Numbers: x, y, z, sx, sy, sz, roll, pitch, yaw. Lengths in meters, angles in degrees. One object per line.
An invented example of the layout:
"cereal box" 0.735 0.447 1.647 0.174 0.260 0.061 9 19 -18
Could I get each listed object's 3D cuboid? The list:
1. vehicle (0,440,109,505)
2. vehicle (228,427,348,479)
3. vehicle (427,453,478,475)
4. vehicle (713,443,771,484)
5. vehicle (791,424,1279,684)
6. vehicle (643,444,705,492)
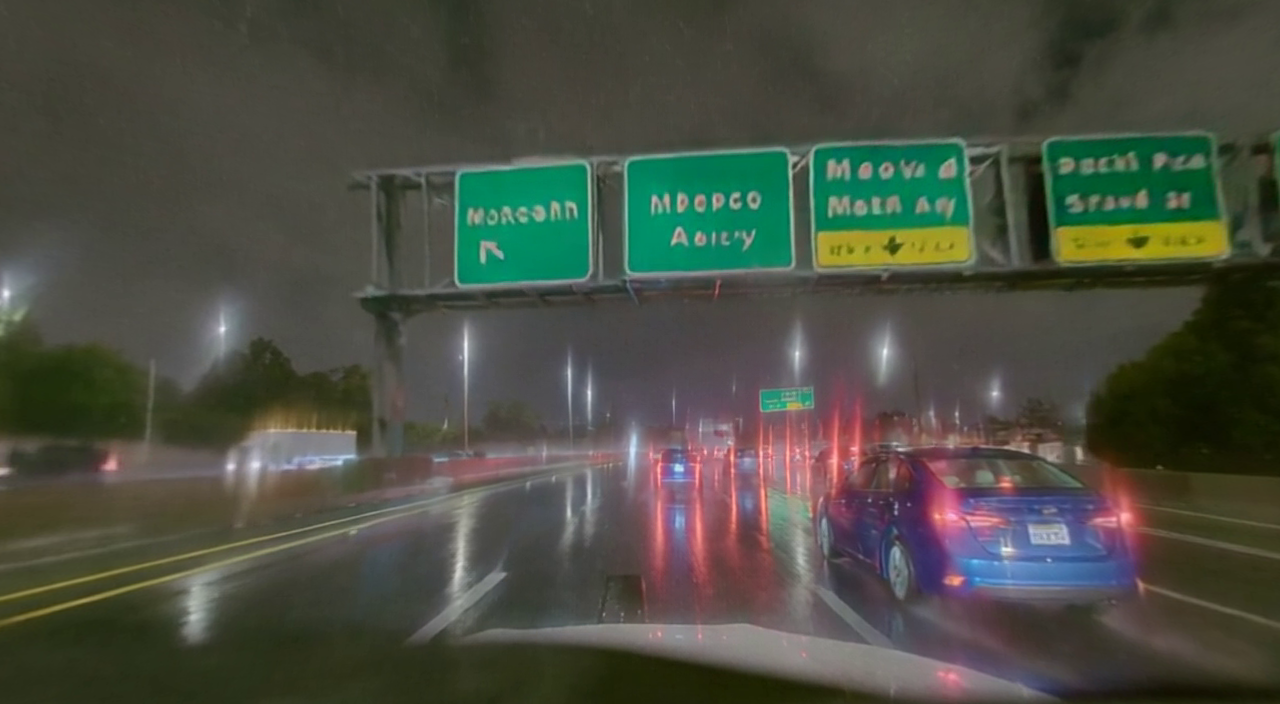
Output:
"vehicle" -19.601 3.596 18.934 2.113 1.862 5.561 -1 -9 4
"vehicle" -21.817 6.323 39.594 3.098 2.950 6.966 -1 -9 4
"vehicle" -13.630 8.145 46.056 1.973 1.532 4.450 -1 -9 6
"vehicle" 4.474 4.927 28.156 2.076 1.684 4.241 0 -9 3
"vehicle" 2.982 1.528 6.008 2.009 1.489 4.559 0 -9 1
"vehicle" 1.254 4.243 23.394 2.074 1.614 3.803 0 -9 3
